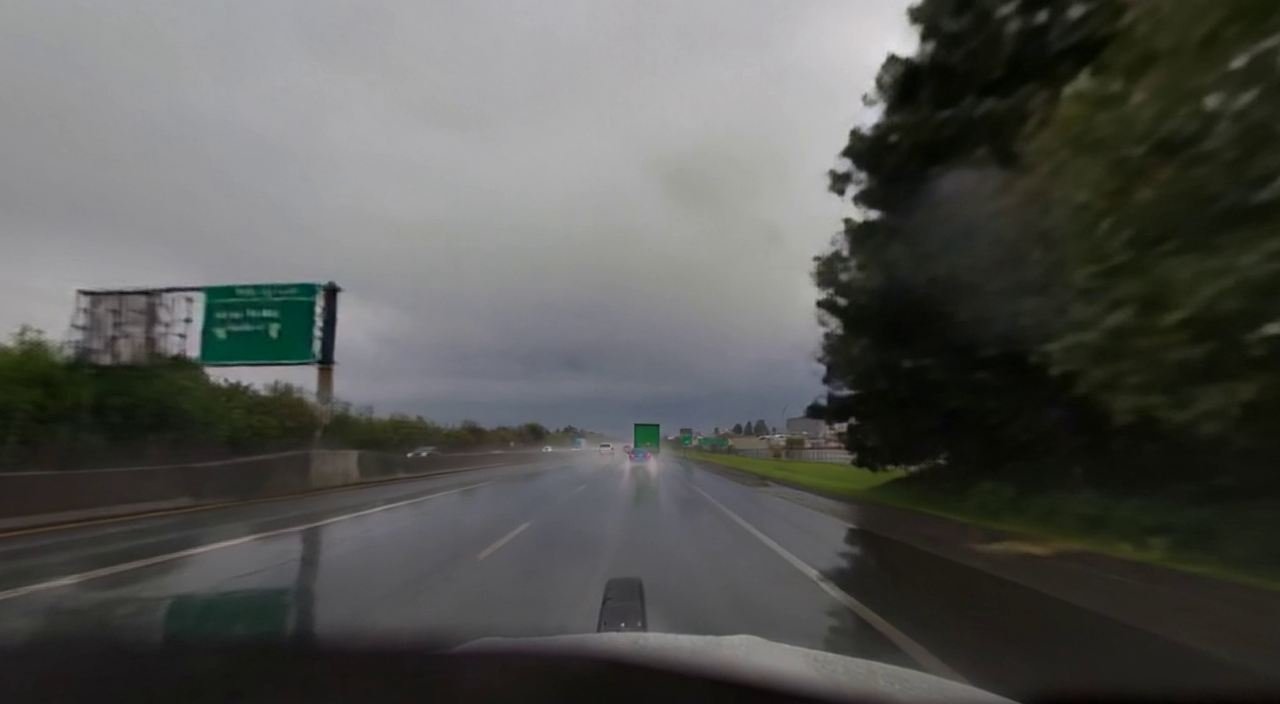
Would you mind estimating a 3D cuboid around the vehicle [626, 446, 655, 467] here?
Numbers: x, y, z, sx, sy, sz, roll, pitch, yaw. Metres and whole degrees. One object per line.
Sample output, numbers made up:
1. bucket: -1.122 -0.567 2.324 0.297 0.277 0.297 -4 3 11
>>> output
1. vehicle: 0.017 7.965 48.124 2.094 1.559 3.945 0 -9 0
